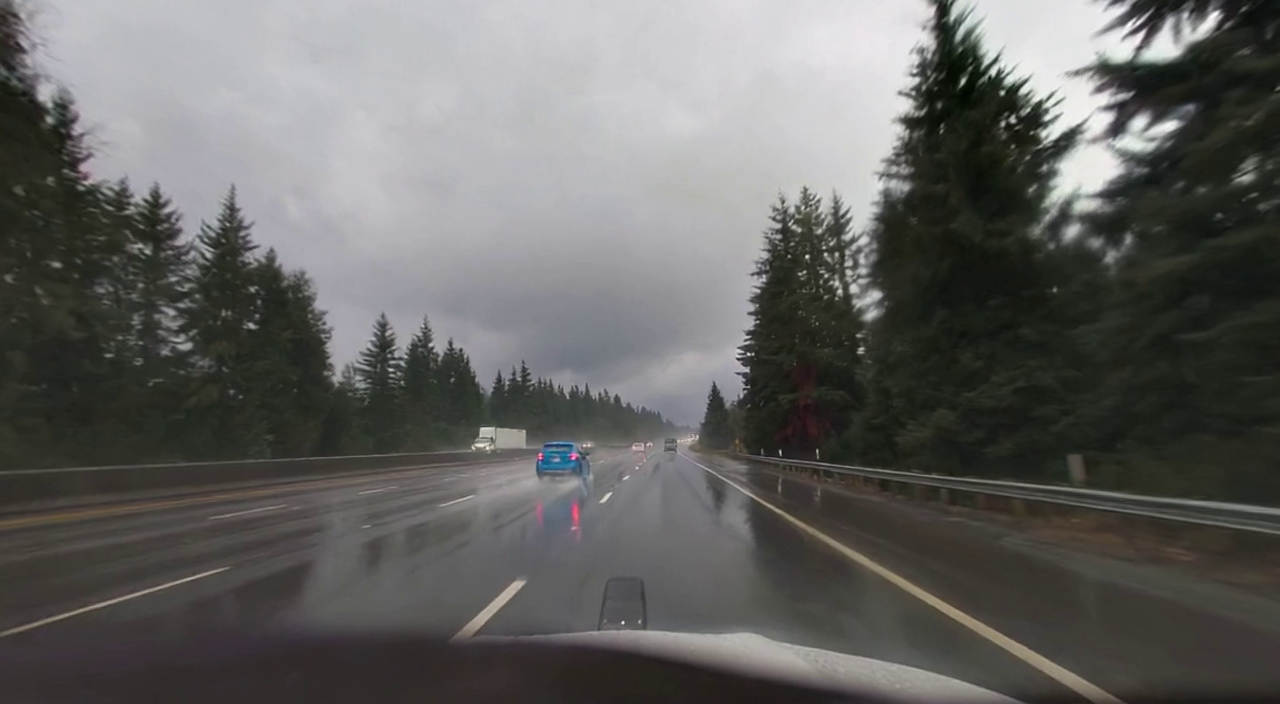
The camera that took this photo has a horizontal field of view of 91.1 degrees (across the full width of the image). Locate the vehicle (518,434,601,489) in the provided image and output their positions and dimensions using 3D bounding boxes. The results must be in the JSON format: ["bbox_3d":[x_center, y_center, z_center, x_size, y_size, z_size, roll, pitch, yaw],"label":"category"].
[{"bbox_3d":[-2.624,3.681,21.477,2.133,1.686,4.203,-1,-8,2],"label":"vehicle"}]
